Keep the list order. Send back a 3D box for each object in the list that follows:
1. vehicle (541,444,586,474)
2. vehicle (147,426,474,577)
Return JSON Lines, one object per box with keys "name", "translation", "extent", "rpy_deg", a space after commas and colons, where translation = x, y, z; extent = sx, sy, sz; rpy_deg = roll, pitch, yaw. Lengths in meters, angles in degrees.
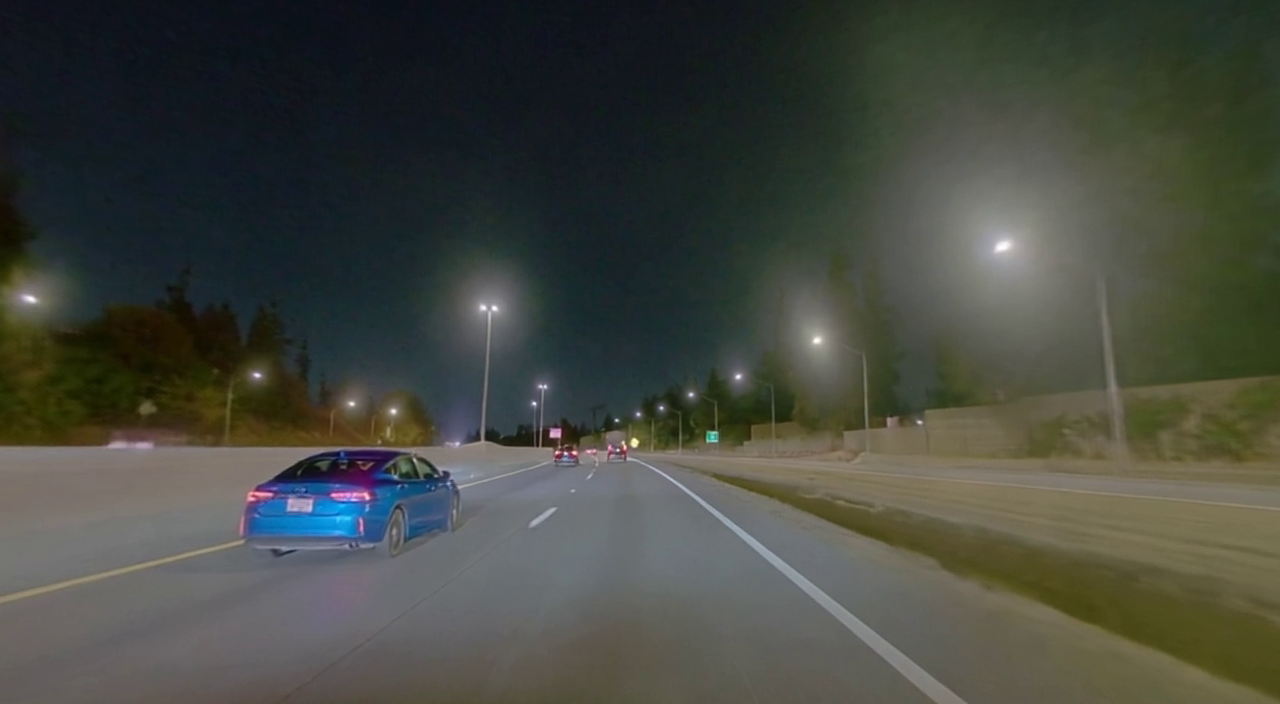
{"name": "vehicle", "translation": [-3.978, 5.615, 33.287], "extent": [1.965, 1.459, 4.145], "rpy_deg": [0, -9, -2]}
{"name": "vehicle", "translation": [-3.975, 1.878, 8.782], "extent": [2.012, 1.510, 4.672], "rpy_deg": [0, -9, 0]}
